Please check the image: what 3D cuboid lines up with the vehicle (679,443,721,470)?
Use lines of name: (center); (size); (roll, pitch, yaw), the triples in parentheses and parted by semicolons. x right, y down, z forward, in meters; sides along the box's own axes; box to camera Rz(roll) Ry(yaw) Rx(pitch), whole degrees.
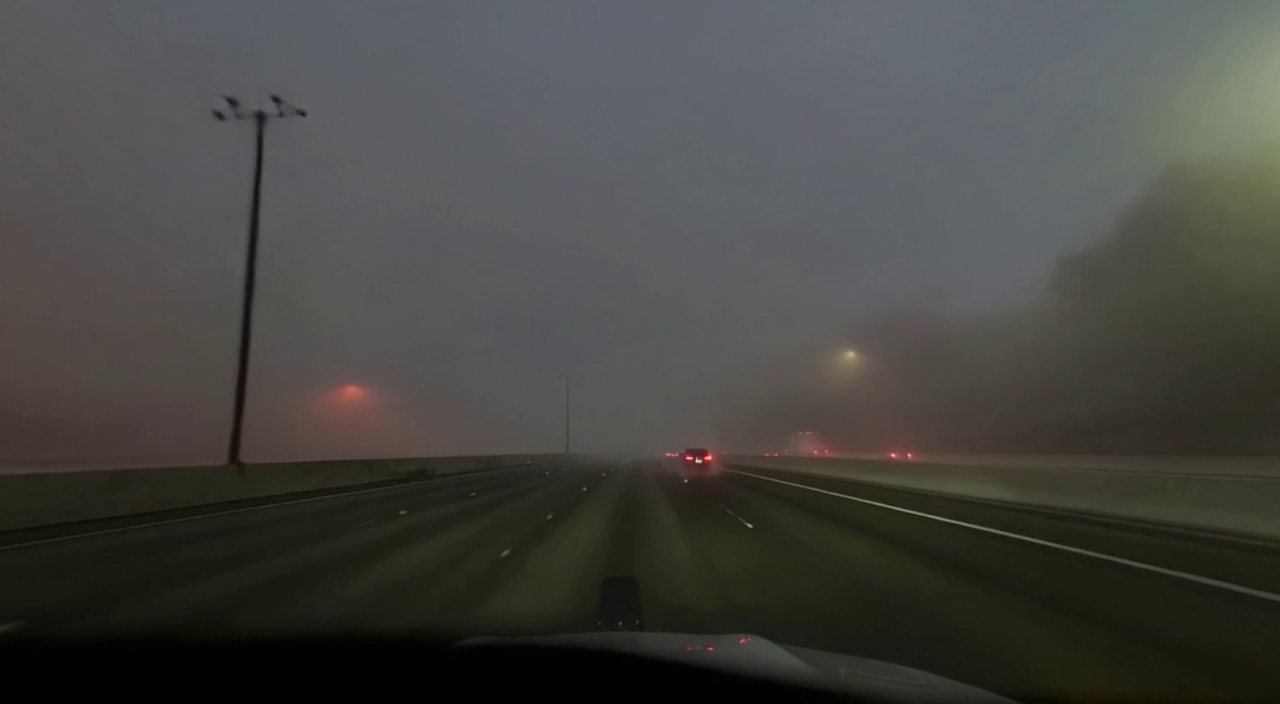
vehicle: (3.532, 6.249, 37.700); (2.033, 1.501, 4.398); (0, -9, -1)
